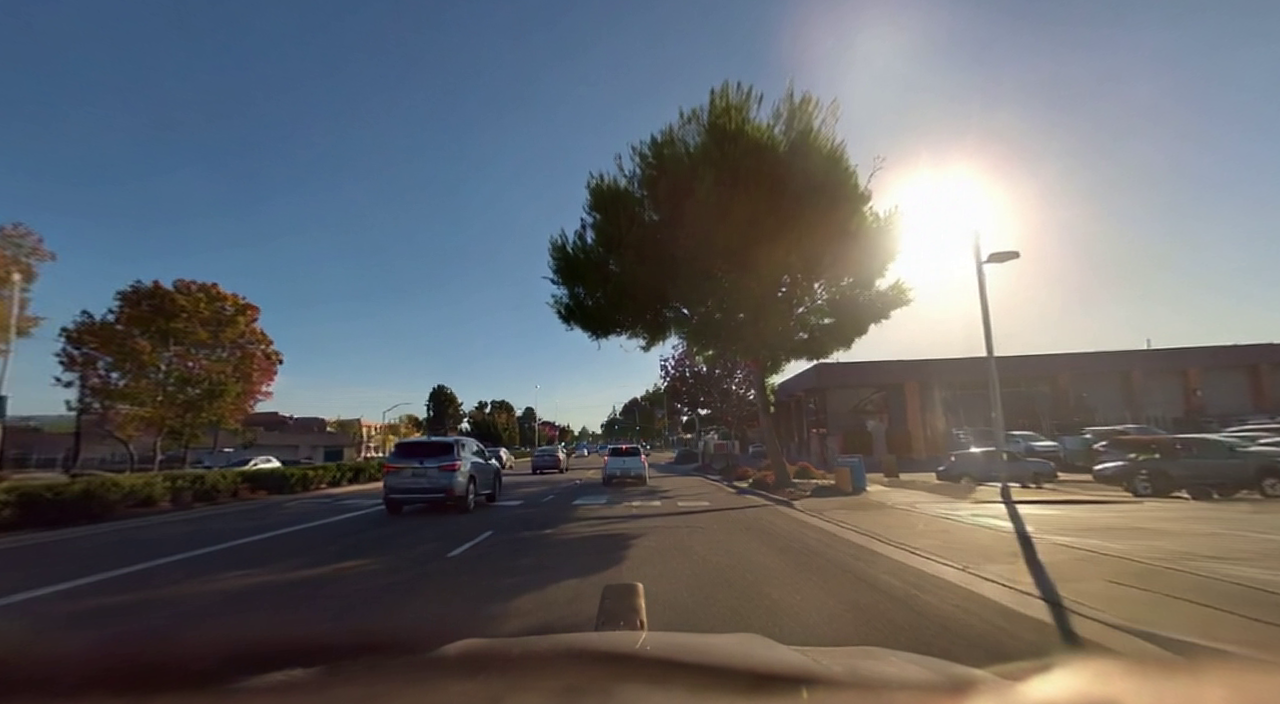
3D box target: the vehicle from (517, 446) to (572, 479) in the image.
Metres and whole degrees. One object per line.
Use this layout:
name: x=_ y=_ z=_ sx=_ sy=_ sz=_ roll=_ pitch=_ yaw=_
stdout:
vehicle: x=-4.658 y=5.435 z=31.392 sx=1.973 sy=1.456 sz=4.850 roll=0 pitch=-9 yaw=0

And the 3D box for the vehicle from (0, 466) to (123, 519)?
vehicle: x=-20.164 y=4.617 z=21.106 sx=1.937 sy=1.434 sz=4.629 roll=-1 pitch=-9 yaw=-1

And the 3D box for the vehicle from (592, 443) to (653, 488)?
vehicle: x=-0.633 y=4.114 z=23.242 sx=2.061 sy=1.469 sz=3.954 roll=0 pitch=-9 yaw=-2

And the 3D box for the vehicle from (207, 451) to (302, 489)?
vehicle: x=-23.103 y=7.047 z=38.207 sx=2.221 sy=2.017 sz=5.861 roll=-1 pitch=-9 yaw=-2

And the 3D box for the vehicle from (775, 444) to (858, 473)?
vehicle: x=12.217 y=7.384 z=43.894 sx=5.102 sy=1.889 sz=2.038 roll=0 pitch=-8 yaw=-4

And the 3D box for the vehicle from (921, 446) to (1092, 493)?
vehicle: x=13.363 y=4.291 z=23.329 sx=4.877 sy=1.603 sz=2.197 roll=-1 pitch=-9 yaw=4

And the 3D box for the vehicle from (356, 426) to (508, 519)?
vehicle: x=-4.575 y=2.713 z=14.754 sx=2.096 sy=1.807 sz=4.413 roll=0 pitch=-9 yaw=-1

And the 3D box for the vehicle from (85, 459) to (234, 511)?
vehicle: x=-16.717 y=4.594 z=22.328 sx=1.908 sy=1.514 sz=4.403 roll=-1 pitch=-9 yaw=-2
